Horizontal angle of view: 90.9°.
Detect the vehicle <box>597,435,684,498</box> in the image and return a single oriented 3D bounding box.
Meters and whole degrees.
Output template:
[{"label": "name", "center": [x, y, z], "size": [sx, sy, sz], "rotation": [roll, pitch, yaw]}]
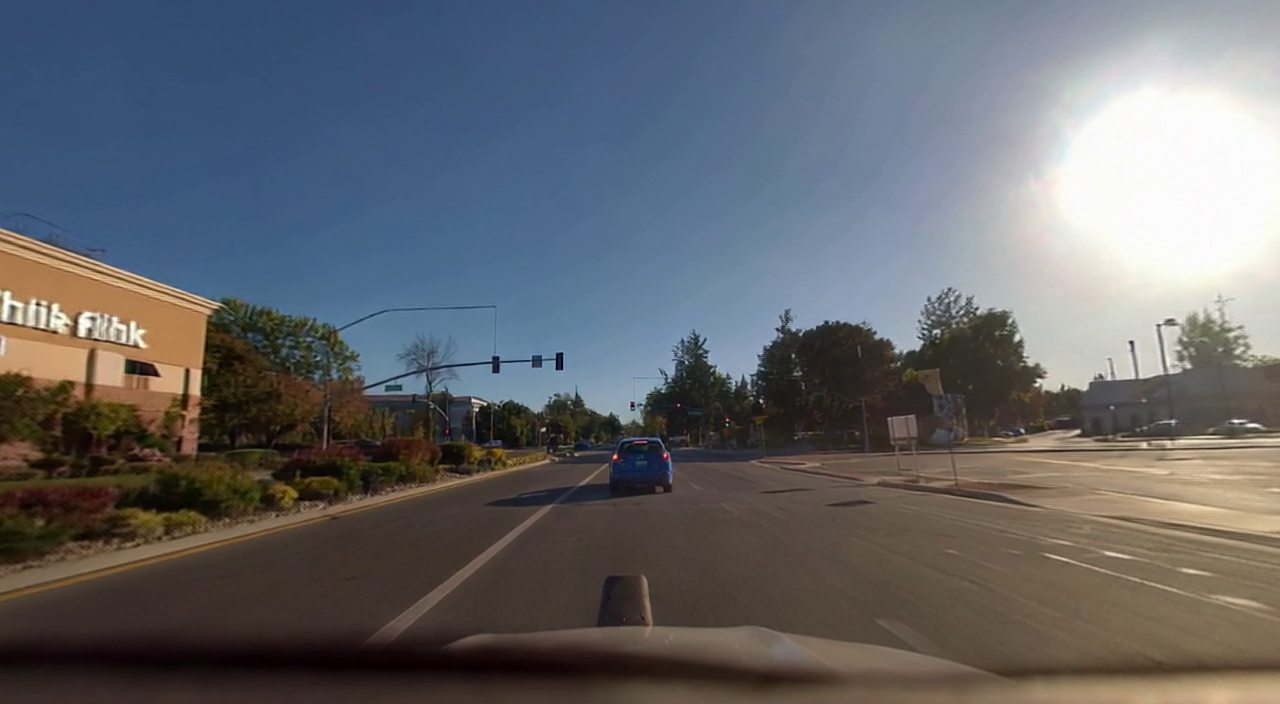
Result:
[{"label": "vehicle", "center": [-0.031, 3.040, 17.201], "size": [2.028, 1.478, 4.545], "rotation": [0, -8, -1]}]
